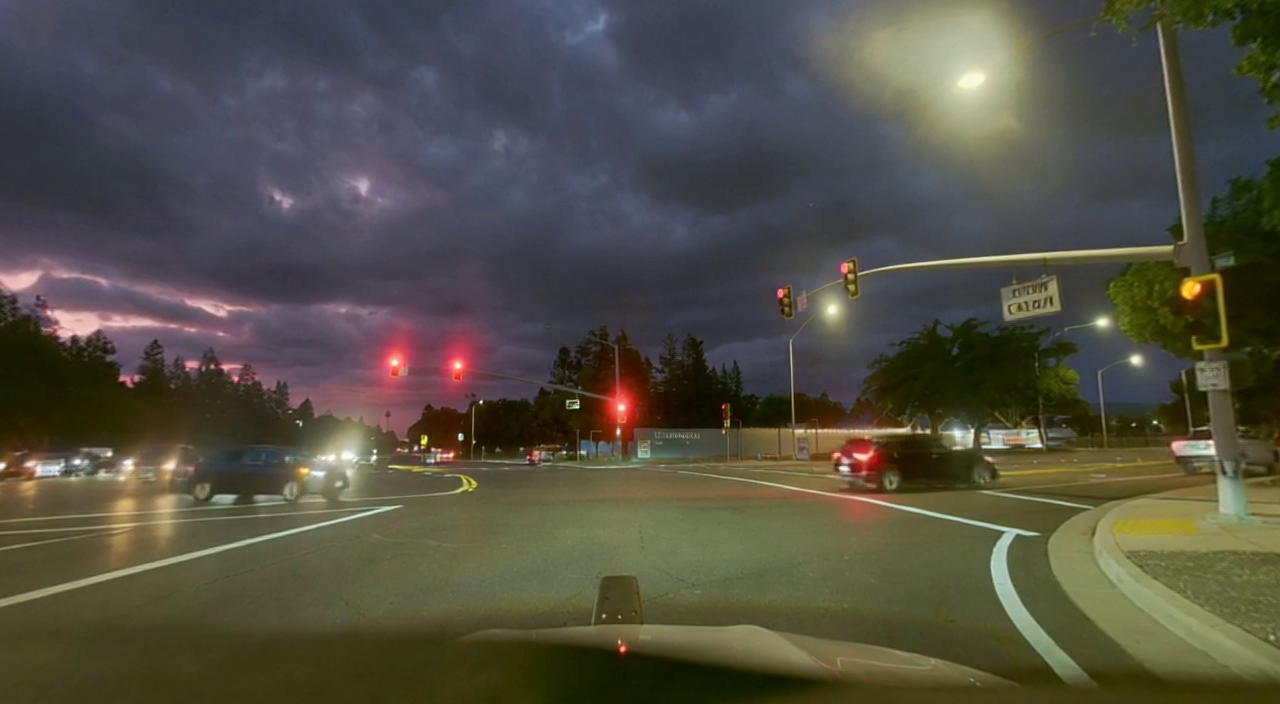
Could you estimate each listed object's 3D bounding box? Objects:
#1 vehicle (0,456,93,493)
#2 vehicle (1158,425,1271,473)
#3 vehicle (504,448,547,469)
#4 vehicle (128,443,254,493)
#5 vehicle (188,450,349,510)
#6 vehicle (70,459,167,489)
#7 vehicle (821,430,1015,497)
[{"bbox_3d":[-31.191,6.263,32.643,2.142,1.723,4.692,1,-9,-9],"label":"vehicle"},{"bbox_3d":[22.974,3.856,25.239,4.619,1.759,2.101,5,-10,-33],"label":"vehicle"},{"bbox_3d":[-8.470,7.874,46.997,1.989,1.496,4.211,-1,-9,7],"label":"vehicle"},{"bbox_3d":[-19.554,5.021,27.961,2.358,1.937,5.896,2,-9,-13],"label":"vehicle"},{"bbox_3d":[-10.527,3.505,17.805,4.728,1.471,1.957,-6,-10,34],"label":"vehicle"},{"bbox_3d":[-28.415,6.623,34.636,1.965,1.448,4.553,1,-9,-9],"label":"vehicle"},{"bbox_3d":[7.230,2.889,16.641,4.281,1.621,1.903,1,-9,-12],"label":"vehicle"}]
